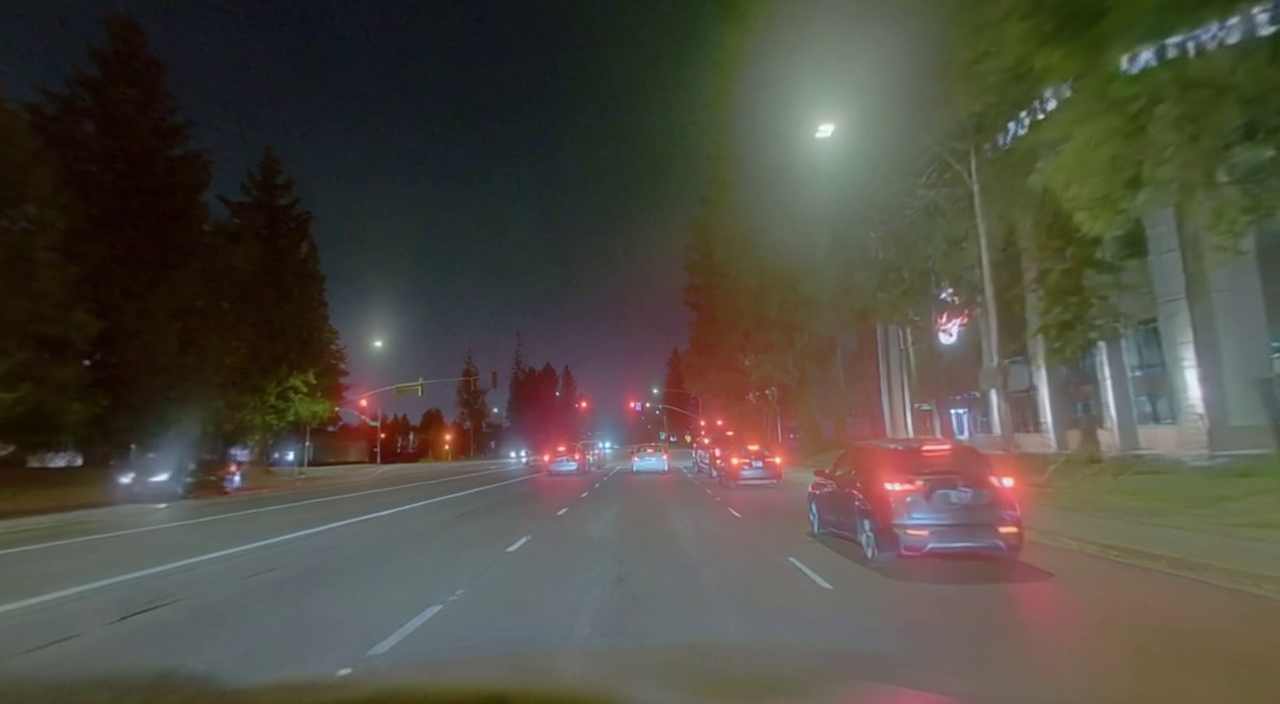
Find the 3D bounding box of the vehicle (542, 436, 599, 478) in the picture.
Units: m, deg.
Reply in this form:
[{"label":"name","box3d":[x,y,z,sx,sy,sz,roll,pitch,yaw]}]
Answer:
[{"label":"vehicle","box3d":[-3.084,4.767,28.848,2.023,1.720,4.452,0,-8,1]}]

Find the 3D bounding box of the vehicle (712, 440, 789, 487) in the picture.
[{"label":"vehicle","box3d":[3.746,3.860,22.177,1.913,1.463,4.198,0,-8,-1]}]

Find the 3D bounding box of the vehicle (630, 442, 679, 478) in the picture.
[{"label":"vehicle","box3d":[0.607,4.714,27.749,1.971,1.433,3.923,0,-8,1]}]

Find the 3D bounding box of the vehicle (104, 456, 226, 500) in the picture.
[{"label":"vehicle","box3d":[-22.402,5.920,30.053,2.025,1.802,4.848,0,-8,0]}]

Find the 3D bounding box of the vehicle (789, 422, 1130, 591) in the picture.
[{"label":"vehicle","box3d":[3.338,1.692,7.801,1.948,1.474,4.360,0,-8,0]}]
